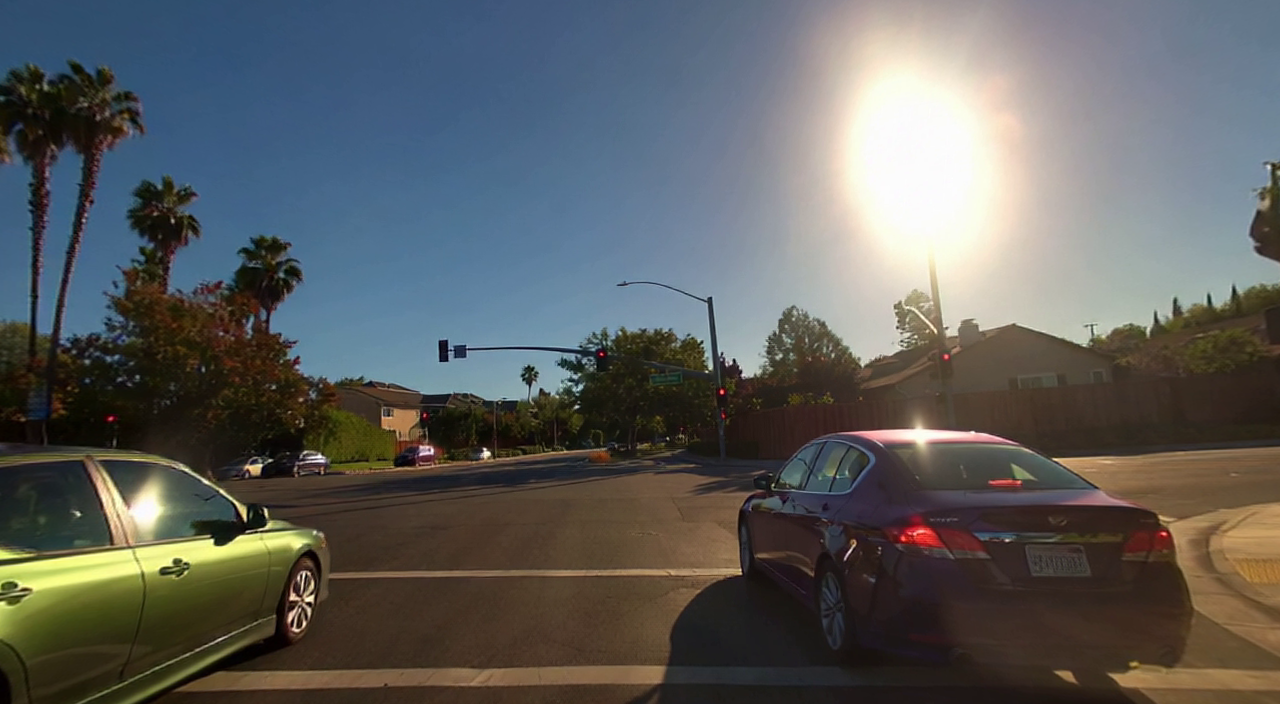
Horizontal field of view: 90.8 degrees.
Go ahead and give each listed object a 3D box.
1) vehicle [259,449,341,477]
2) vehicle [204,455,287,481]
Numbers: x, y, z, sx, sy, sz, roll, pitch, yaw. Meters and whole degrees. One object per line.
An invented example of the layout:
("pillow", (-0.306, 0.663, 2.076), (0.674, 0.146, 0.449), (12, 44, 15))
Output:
("vehicle", (-20.046, 6.521, 37.510), (2.084, 1.528, 4.778), (0, -9, 1))
("vehicle", (-24.106, 7.090, 38.800), (2.019, 1.427, 4.630), (0, -9, 1))
